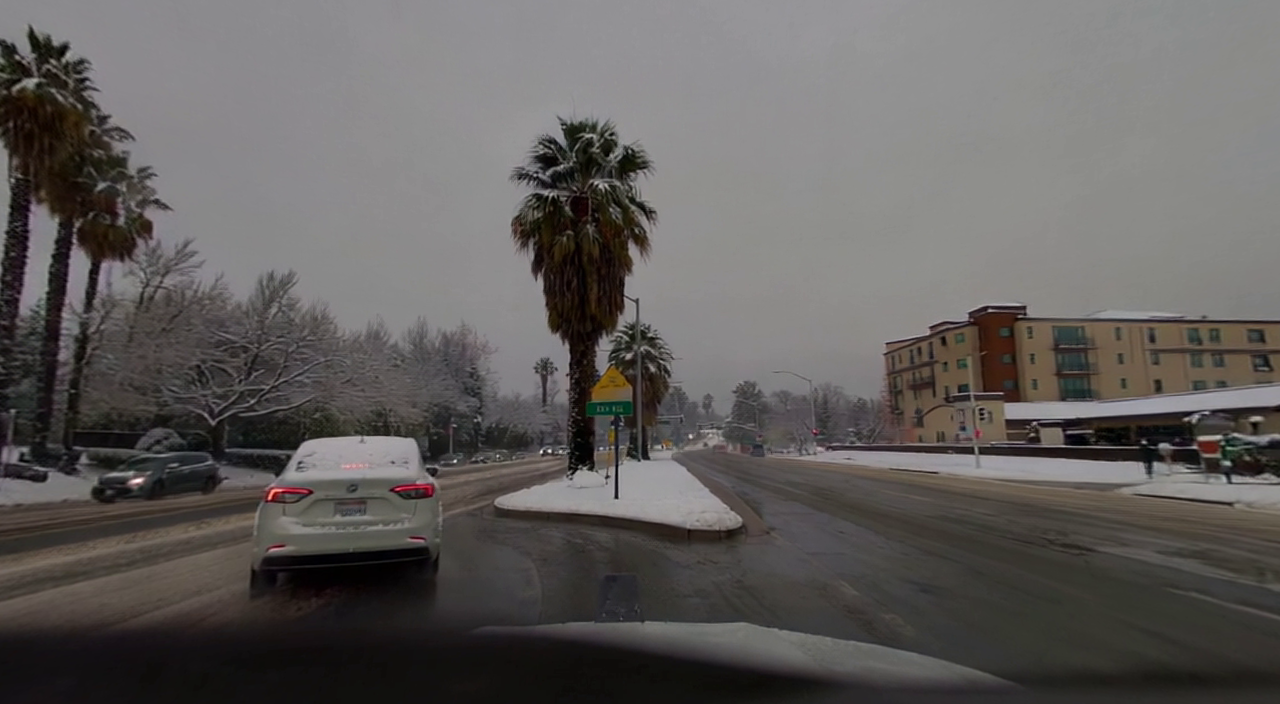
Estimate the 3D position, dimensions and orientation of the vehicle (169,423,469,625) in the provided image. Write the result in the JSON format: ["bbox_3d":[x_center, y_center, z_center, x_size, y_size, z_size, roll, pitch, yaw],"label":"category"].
[{"bbox_3d":[-3.801,1.618,7.035,1.986,1.473,4.382,7,-11,-39],"label":"vehicle"}]

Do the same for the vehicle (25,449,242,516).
[{"bbox_3d":[-12.974,3.324,16.706,2.099,1.464,4.615,0,-9,-4],"label":"vehicle"}]
